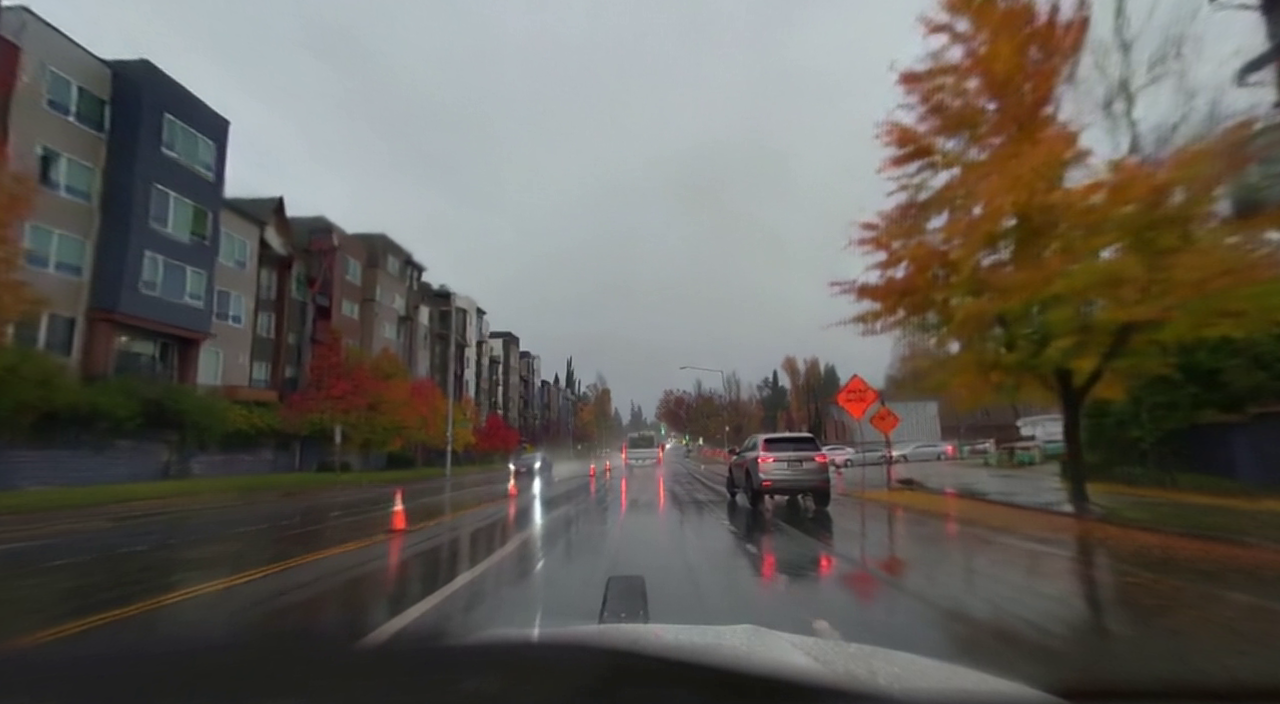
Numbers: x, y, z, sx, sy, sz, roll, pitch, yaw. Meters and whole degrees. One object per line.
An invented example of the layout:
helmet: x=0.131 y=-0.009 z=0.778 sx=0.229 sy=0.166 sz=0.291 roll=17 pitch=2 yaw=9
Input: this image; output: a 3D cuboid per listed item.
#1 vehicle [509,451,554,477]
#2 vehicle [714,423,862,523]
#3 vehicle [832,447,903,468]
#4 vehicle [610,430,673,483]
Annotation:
vehicle: x=-6.905 y=7.158 z=40.340 sx=1.891 sy=1.496 sz=4.144 roll=-1 pitch=-9 yaw=4
vehicle: x=3.065 y=2.651 z=14.411 sx=2.120 sy=1.828 sz=5.531 roll=0 pitch=-9 yaw=1
vehicle: x=17.031 y=7.900 z=47.044 sx=4.568 sy=1.478 sz=1.900 roll=2 pitch=-9 yaw=-13
vehicle: x=0.083 y=5.132 z=31.041 sx=2.762 sy=2.309 sz=6.723 roll=0 pitch=-9 yaw=1
